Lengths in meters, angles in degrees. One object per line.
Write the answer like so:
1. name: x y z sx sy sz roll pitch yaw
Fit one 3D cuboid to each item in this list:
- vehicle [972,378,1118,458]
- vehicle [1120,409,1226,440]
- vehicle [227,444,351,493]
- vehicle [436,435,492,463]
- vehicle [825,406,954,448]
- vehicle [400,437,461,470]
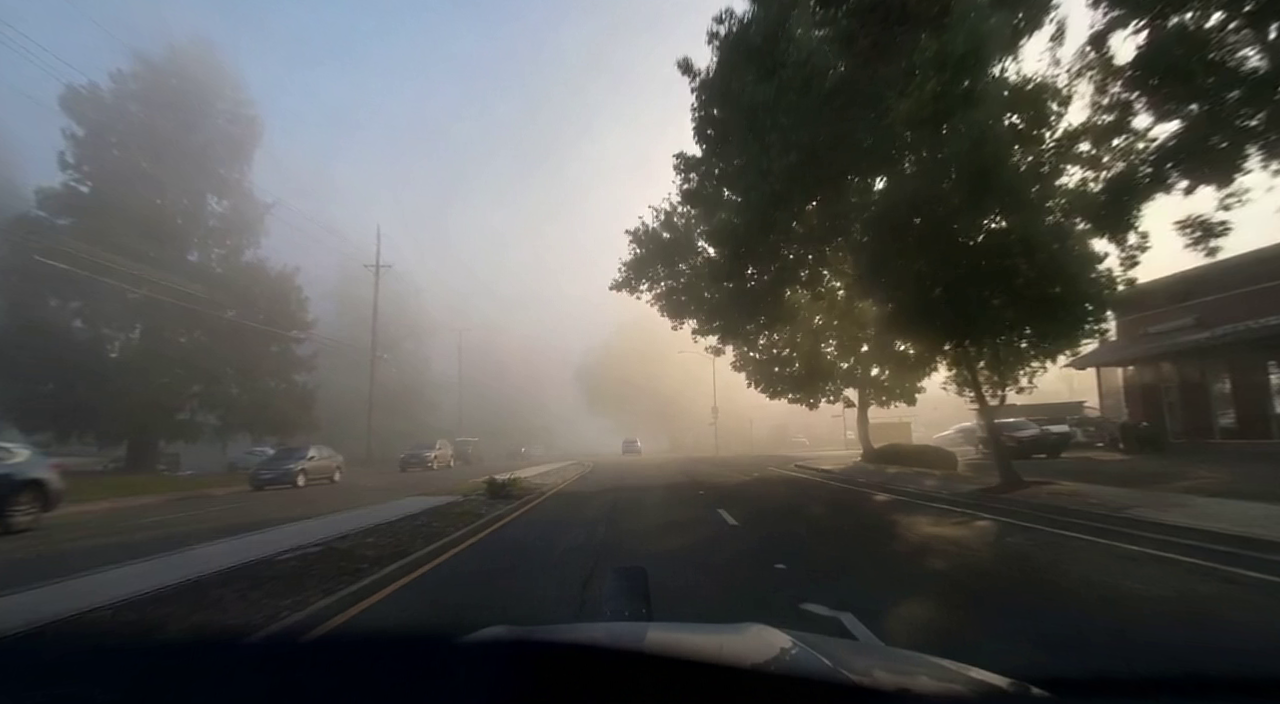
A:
1. vehicle: 17.629 3.131 28.279 2.920 2.995 8.704 -3 -9 16
2. vehicle: 31.818 4.376 37.719 4.528 1.734 1.985 0 -8 -1
3. vehicle: -11.909 3.936 21.782 1.931 1.493 4.308 0 -8 -3
4. vehicle: -12.103 6.720 43.796 2.471 1.783 5.903 0 -8 -3
5. vehicle: 18.777 5.709 47.784 8.462 3.012 2.906 0 -8 -1
6. vehicle: -10.474 5.100 31.788 1.778 1.517 3.923 0 -8 -1
